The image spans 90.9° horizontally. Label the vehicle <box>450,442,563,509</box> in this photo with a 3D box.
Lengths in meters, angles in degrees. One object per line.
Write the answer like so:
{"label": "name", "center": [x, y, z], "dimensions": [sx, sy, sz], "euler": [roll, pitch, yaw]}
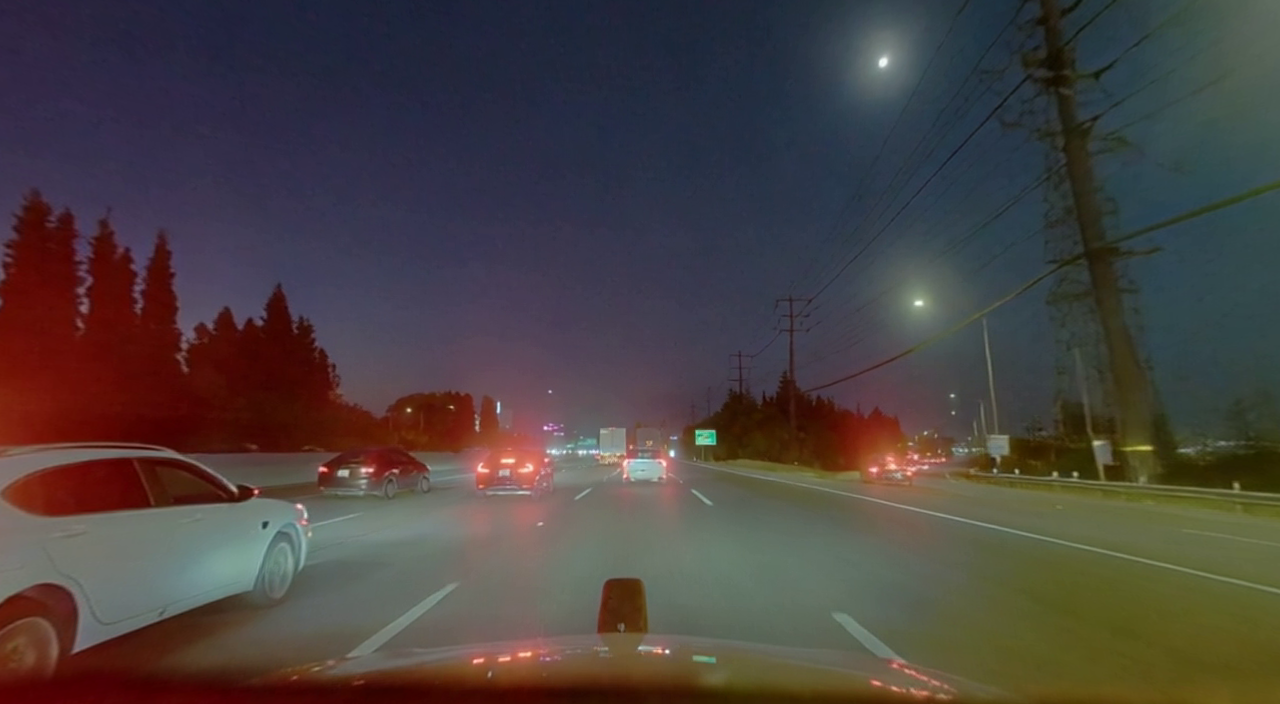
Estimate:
{"label": "vehicle", "center": [-3.212, 3.048, 16.035], "dimensions": [1.912, 1.464, 4.115], "euler": [0, -9, 1]}

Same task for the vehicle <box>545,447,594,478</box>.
{"label": "vehicle", "center": [-3.455, 5.474, 31.528], "dimensions": [2.013, 1.437, 3.801], "euler": [0, -9, 0]}

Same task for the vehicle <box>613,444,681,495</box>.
{"label": "vehicle", "center": [0.189, 3.818, 20.848], "dimensions": [2.018, 1.470, 4.491], "euler": [0, -9, 0]}

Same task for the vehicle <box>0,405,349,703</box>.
{"label": "vehicle", "center": [-3.635, 1.116, 3.520], "dimensions": [1.883, 1.500, 4.373], "euler": [0, -9, 1]}

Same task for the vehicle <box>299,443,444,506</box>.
{"label": "vehicle", "center": [-7.043, 3.234, 17.153], "dimensions": [1.867, 1.445, 4.499], "euler": [0, -9, 2]}
